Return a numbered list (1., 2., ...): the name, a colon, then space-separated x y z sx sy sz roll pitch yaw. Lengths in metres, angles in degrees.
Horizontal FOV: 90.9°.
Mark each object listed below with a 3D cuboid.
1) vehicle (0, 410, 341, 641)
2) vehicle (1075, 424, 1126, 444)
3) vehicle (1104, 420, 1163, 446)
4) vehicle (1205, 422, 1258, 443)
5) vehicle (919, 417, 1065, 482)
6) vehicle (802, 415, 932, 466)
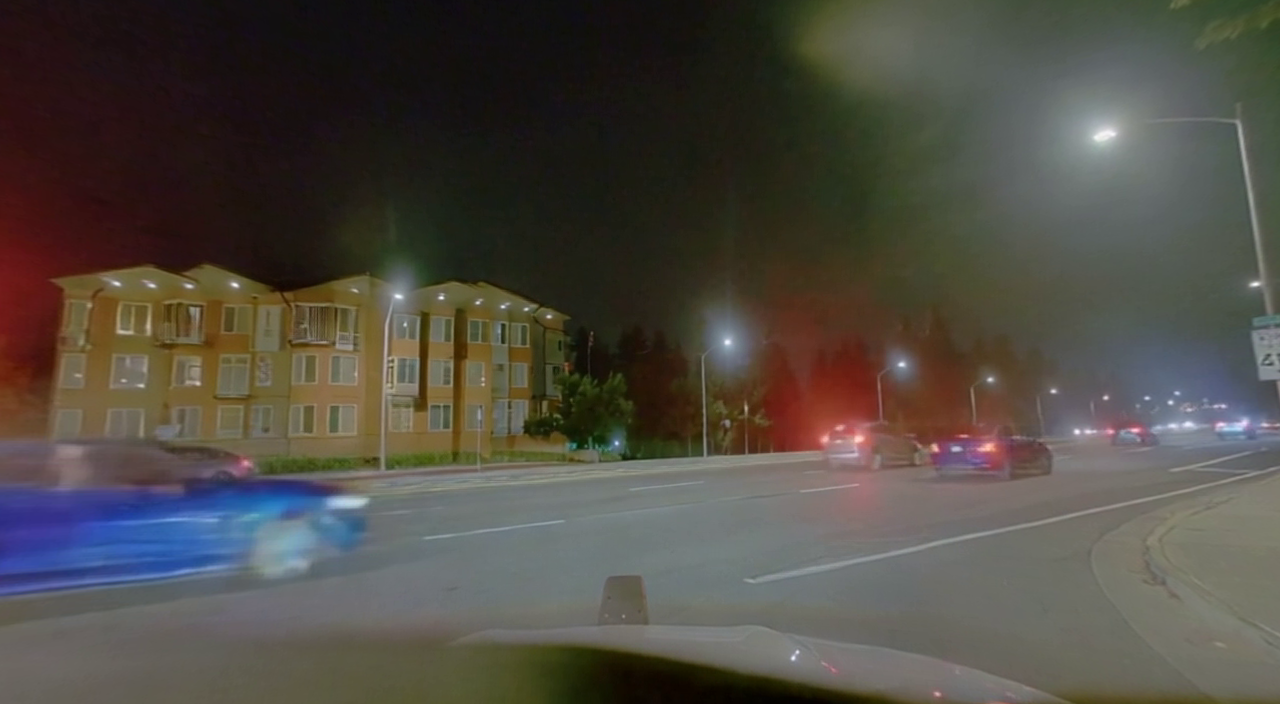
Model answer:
1. vehicle: -5.472 1.375 5.385 4.783 1.652 2.199 7 -11 -40
2. vehicle: 35.560 6.353 48.600 4.691 1.478 1.908 7 -11 -39
3. vehicle: 33.486 5.543 42.705 4.683 1.678 1.981 7 -11 -38
4. vehicle: 41.739 5.702 44.446 4.521 1.433 1.943 7 -11 -39
5. vehicle: 10.156 2.782 18.068 4.438 1.625 2.033 7 -11 -39
6. vehicle: 9.670 3.754 26.646 5.994 1.898 2.264 7 -11 -38
